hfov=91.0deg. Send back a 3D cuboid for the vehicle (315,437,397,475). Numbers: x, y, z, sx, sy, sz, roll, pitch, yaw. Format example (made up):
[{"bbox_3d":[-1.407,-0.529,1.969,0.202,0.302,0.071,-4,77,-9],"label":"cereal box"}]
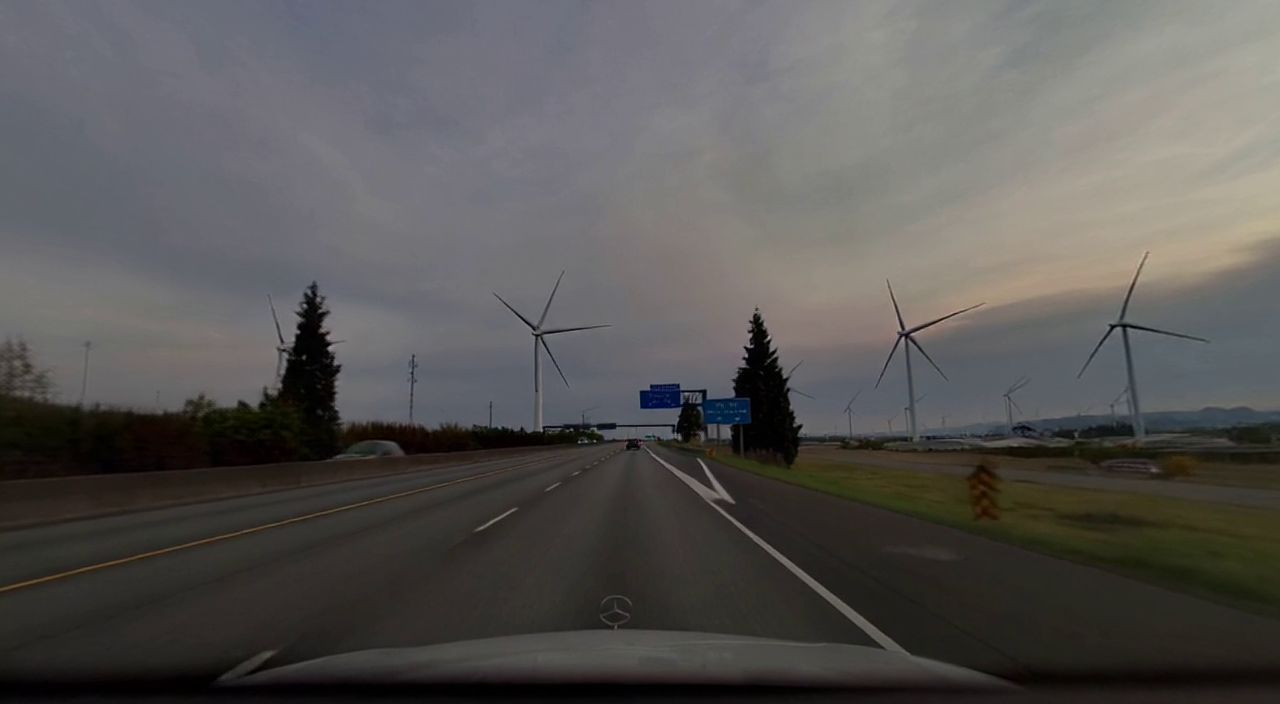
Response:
[{"bbox_3d":[-13.360,4.910,29.903,1.953,1.654,4.122,0,-8,0],"label":"vehicle"}]
